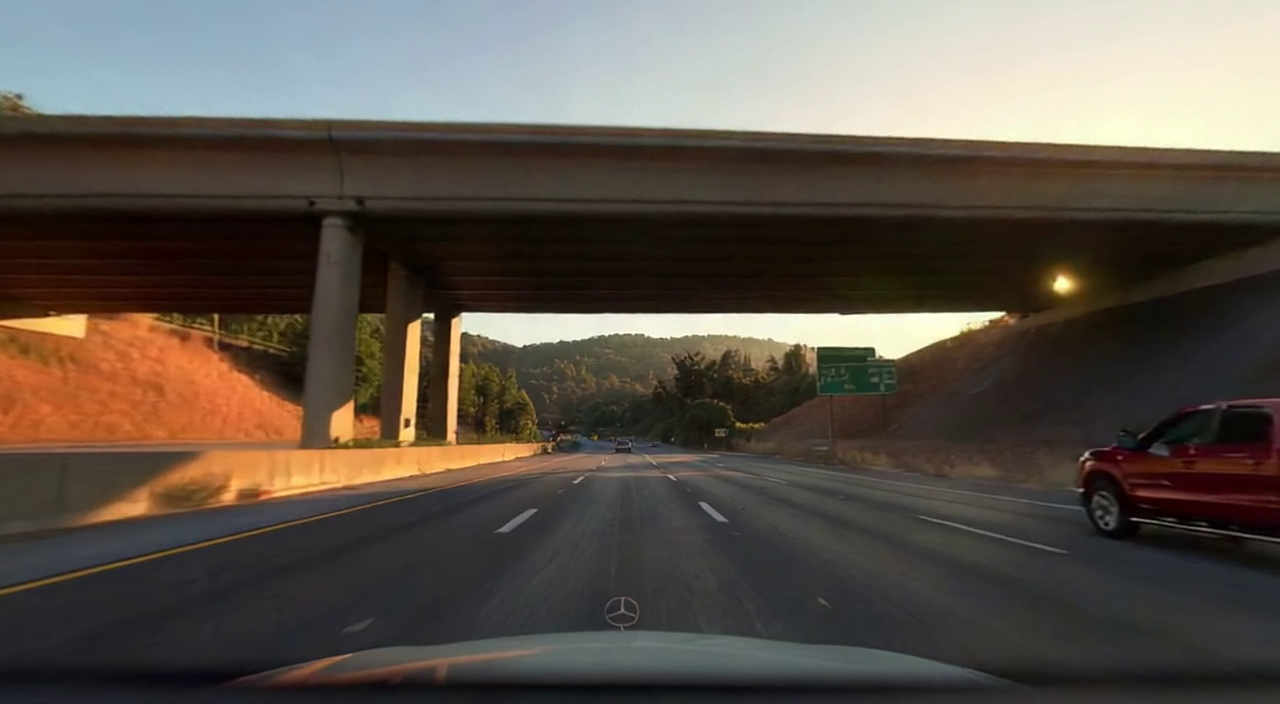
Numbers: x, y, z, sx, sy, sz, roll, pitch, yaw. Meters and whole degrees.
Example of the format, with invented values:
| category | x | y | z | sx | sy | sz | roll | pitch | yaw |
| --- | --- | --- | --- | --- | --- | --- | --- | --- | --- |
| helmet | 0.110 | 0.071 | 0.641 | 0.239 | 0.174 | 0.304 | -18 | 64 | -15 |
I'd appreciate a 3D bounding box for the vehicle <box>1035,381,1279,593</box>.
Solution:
| category | x | y | z | sx | sy | sz | roll | pitch | yaw |
| --- | --- | --- | --- | --- | --- | --- | --- | --- | --- |
| vehicle | 6.760 | 1.196 | 5.653 | 2.395 | 1.819 | 6.086 | 0 | -9 | -1 |
